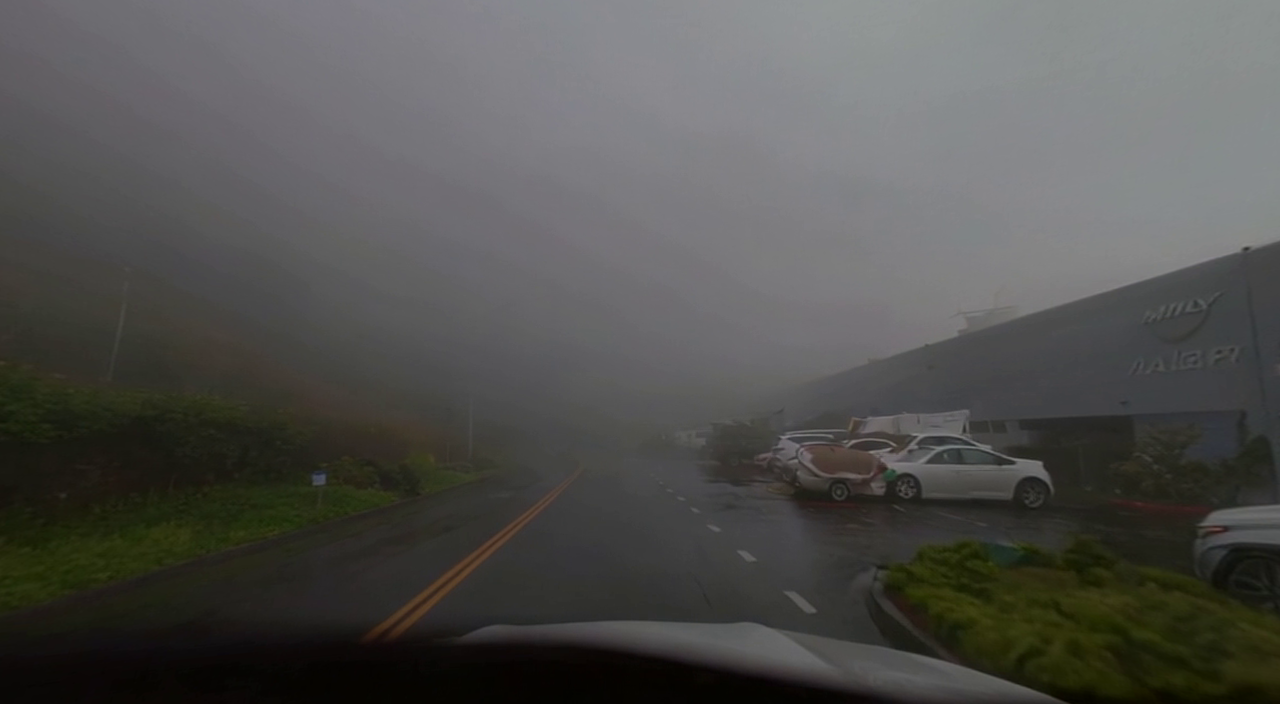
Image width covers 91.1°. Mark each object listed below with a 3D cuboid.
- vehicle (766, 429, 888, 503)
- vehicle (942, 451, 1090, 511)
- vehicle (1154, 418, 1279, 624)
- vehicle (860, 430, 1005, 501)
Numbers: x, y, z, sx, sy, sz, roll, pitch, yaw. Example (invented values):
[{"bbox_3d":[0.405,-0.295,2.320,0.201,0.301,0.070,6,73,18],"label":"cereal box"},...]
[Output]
[{"bbox_3d":[5.235,3.243,18.303,1.977,1.860,4.237,0,-9,-4],"label":"vehicle"},{"bbox_3d":[10.541,3.601,18.014,1.819,1.494,3.834,0,-9,0],"label":"vehicle"},{"bbox_3d":[7.555,1.470,5.170,2.113,1.945,4.546,3,-9,-19],"label":"vehicle"},{"bbox_3d":[8.029,3.161,17.846,1.924,1.713,4.627,-1,-9,1],"label":"vehicle"}]
